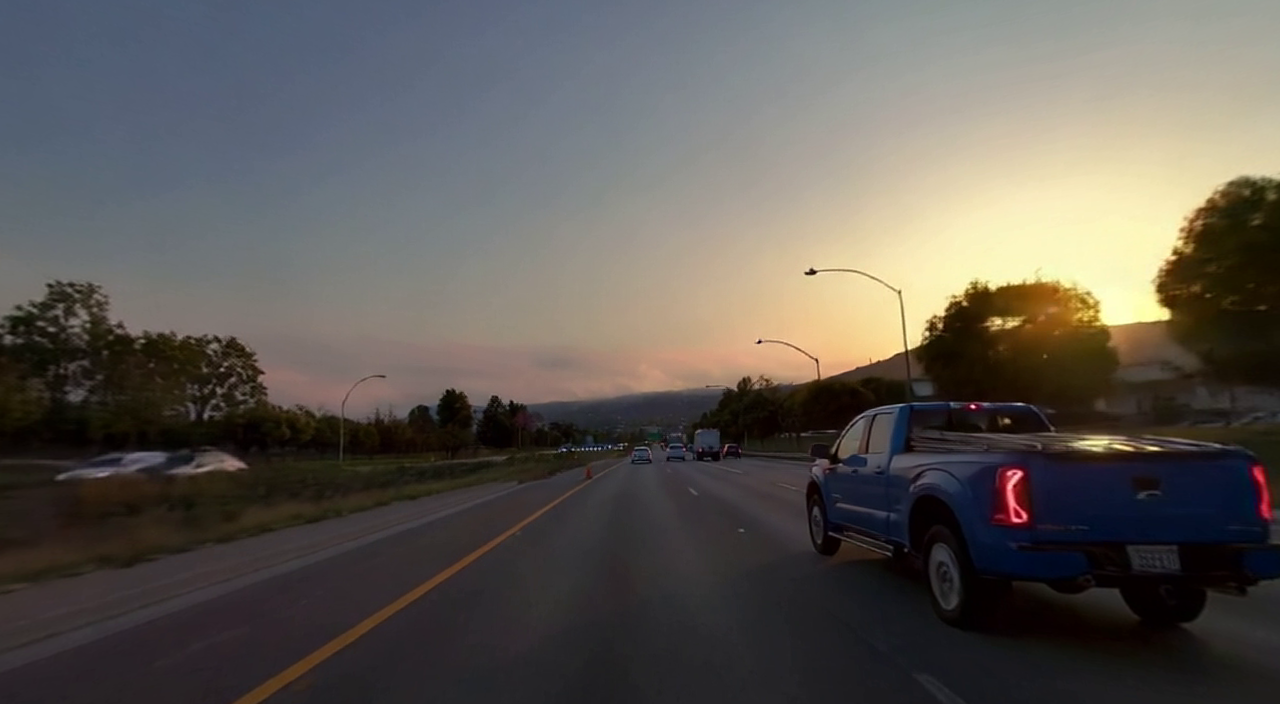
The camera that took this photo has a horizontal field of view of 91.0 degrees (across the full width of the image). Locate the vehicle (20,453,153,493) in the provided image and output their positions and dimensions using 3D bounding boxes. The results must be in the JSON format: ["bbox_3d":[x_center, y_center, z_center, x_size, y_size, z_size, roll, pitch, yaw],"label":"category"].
[{"bbox_3d":[-25.119,5.457,28.841,1.927,1.614,4.512,0,-9,1],"label":"vehicle"}]

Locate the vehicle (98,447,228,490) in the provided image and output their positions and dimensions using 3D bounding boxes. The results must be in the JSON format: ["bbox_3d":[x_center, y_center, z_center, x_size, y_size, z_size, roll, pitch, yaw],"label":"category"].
[{"bbox_3d":[-21.414,5.221,28.603,2.082,1.753,4.783,0,-9,1],"label":"vehicle"}]

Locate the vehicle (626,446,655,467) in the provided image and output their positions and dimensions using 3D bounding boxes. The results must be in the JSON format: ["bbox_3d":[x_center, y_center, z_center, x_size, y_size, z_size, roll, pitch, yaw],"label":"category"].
[{"bbox_3d":[0.055,7.695,46.584,2.030,1.473,3.926,0,-9,0],"label":"vehicle"}]

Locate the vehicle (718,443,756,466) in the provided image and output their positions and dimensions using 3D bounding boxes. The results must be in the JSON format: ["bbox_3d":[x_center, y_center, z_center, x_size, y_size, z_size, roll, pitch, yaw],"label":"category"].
[{"bbox_3d":[7.443,7.916,48.755,2.189,1.704,4.521,0,-9,0],"label":"vehicle"}]

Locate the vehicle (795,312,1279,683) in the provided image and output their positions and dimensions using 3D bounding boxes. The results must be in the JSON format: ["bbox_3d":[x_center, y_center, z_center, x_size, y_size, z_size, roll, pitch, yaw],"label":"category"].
[{"bbox_3d":[3.472,1.210,6.379,2.354,2.079,5.586,0,-9,0],"label":"vehicle"}]
